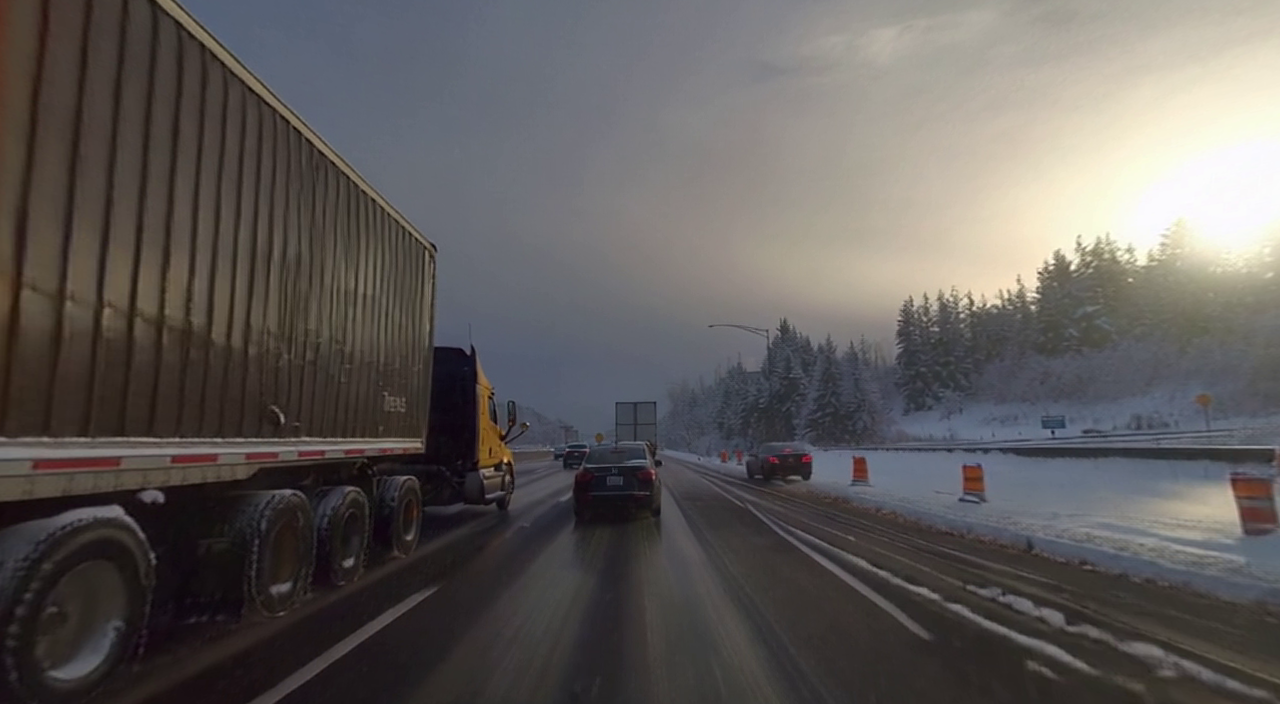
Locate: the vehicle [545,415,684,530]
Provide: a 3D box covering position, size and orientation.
[{"bbox_3d":[-0.378,2.170,11.832,2.152,1.779,3.924,0,-9,1],"label":"vehicle"}]

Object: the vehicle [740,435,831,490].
[{"bbox_3d":[4.664,3.589,20.792,1.937,1.601,3.798,0,-9,-2],"label":"vehicle"}]

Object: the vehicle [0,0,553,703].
[{"bbox_3d":[-3.696,0.341,7.523,2.857,4.063,16.026,0,-8,1],"label":"vehicle"}]
